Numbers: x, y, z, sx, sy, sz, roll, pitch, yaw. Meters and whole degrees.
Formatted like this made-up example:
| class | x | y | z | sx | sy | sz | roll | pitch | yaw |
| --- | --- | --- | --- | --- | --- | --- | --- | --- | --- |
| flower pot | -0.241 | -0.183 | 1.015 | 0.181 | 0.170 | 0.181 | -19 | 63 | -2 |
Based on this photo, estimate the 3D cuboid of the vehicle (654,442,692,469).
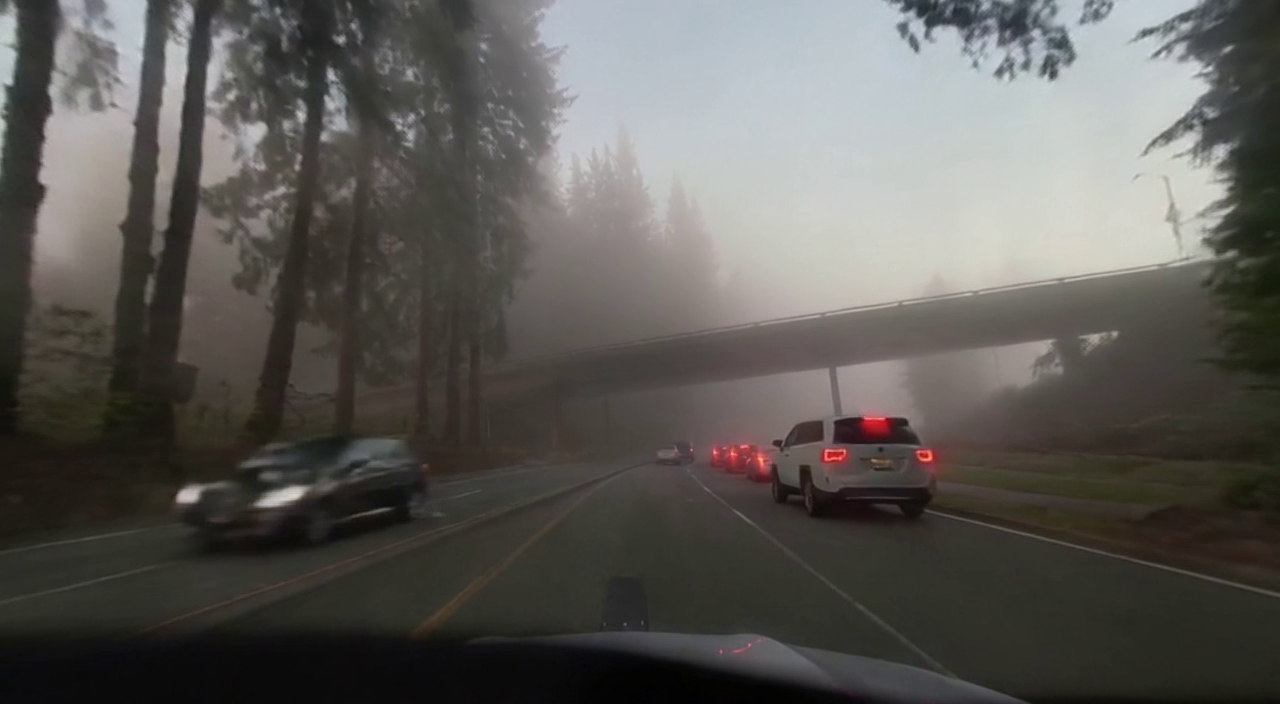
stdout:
| class | x | y | z | sx | sy | sz | roll | pitch | yaw |
| --- | --- | --- | --- | --- | --- | --- | --- | --- | --- |
| vehicle | 2.053 | 6.290 | 38.354 | 2.078 | 1.506 | 4.058 | -1 | -9 | 6 |

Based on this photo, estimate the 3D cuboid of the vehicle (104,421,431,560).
| class | x | y | z | sx | sy | sz | roll | pitch | yaw |
| --- | --- | --- | --- | --- | --- | --- | --- | --- | --- |
| vehicle | -4.905 | 1.864 | 9.207 | 2.009 | 1.527 | 4.119 | 0 | -9 | 5 |

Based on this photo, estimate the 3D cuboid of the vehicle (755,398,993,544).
| class | x | y | z | sx | sy | sz | roll | pitch | yaw |
| --- | --- | --- | --- | --- | --- | --- | --- | --- | --- |
| vehicle | 3.607 | 1.972 | 11.021 | 2.273 | 1.944 | 4.866 | 0 | -9 | 0 |
